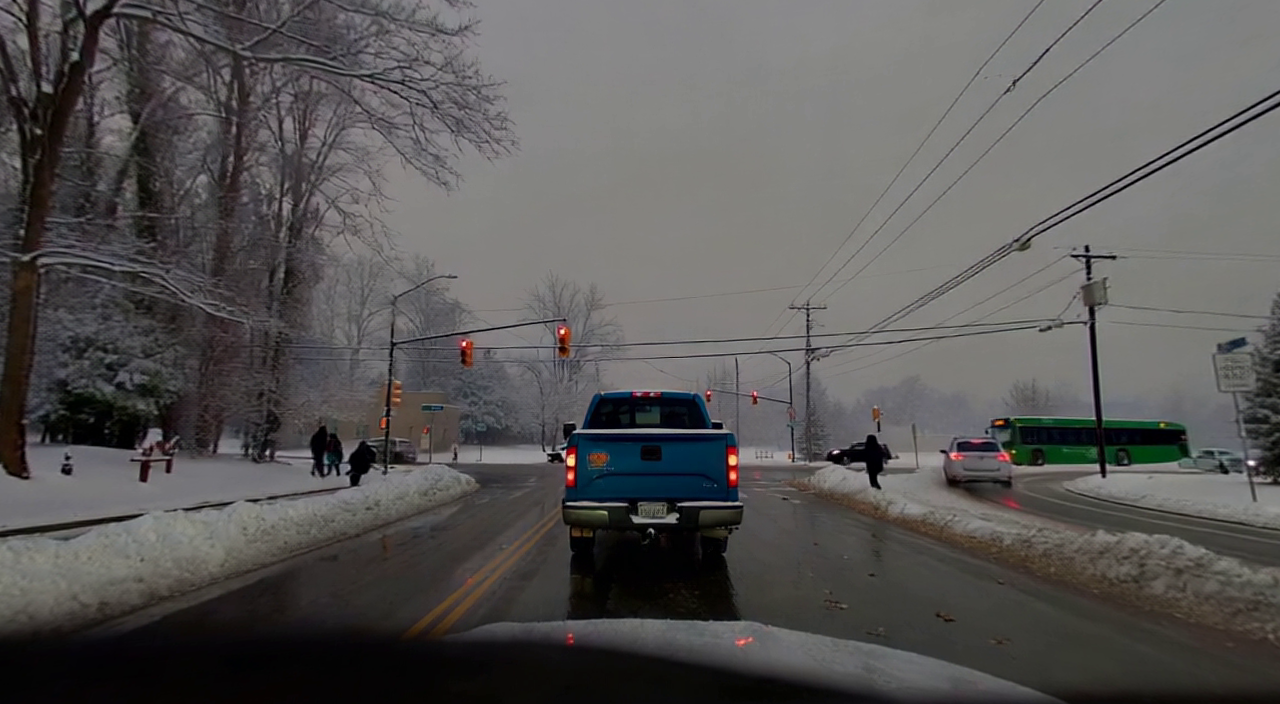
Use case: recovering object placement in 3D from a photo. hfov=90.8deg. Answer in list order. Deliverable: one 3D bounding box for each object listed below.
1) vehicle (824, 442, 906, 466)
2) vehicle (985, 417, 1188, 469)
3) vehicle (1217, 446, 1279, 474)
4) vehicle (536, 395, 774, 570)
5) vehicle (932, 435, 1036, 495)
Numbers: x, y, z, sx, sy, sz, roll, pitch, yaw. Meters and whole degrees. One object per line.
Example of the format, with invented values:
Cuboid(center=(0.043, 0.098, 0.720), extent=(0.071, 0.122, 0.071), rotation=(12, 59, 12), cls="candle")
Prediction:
Cuboid(center=(14.621, 6.653, 41.281), extent=(4.578, 1.490, 1.935), rotation=(-1, -8, 2), cls="vehicle")
Cuboid(center=(28.902, 5.953, 41.292), extent=(10.726, 3.128, 3.003), rotation=(-1, -8, 1), cls="vehicle")
Cuboid(center=(41.397, 7.018, 41.261), extent=(5.426, 1.728, 1.999), rotation=(0, -8, -2), cls="vehicle")
Cuboid(center=(0.128, 1.888, 10.026), extent=(2.707, 1.964, 5.485), rotation=(0, -8, -1), cls="vehicle")
Cuboid(center=(9.790, 3.201, 18.346), extent=(2.060, 1.496, 4.520), rotation=(-4, -9, 22), cls="vehicle")
